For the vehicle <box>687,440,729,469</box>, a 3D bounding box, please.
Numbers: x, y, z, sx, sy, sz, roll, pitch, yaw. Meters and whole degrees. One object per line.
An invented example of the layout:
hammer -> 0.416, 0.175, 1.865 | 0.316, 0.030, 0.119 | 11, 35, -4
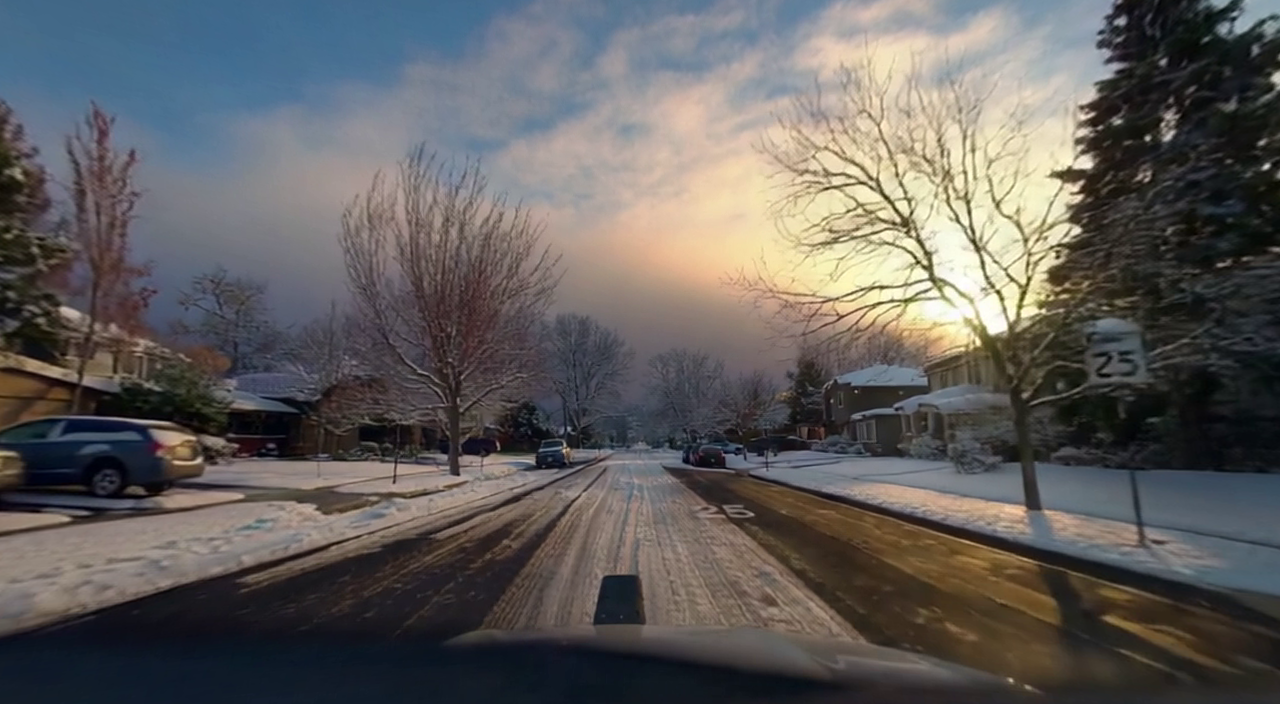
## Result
vehicle -> 4.227, 6.440, 39.923 | 2.033, 1.730, 4.554 | 0, -9, -1

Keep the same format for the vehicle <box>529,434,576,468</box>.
vehicle -> -5.539, 6.401, 40.815 | 2.322, 1.949, 5.695 | -1, -9, -1

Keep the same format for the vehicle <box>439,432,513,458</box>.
vehicle -> -12.447, 7.067, 48.086 | 5.024, 1.903, 2.102 | 0, -9, 1

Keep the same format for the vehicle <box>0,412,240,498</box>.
vehicle -> -11.520, 2.180, 13.498 | 4.599, 1.671, 1.942 | 0, -9, 2
